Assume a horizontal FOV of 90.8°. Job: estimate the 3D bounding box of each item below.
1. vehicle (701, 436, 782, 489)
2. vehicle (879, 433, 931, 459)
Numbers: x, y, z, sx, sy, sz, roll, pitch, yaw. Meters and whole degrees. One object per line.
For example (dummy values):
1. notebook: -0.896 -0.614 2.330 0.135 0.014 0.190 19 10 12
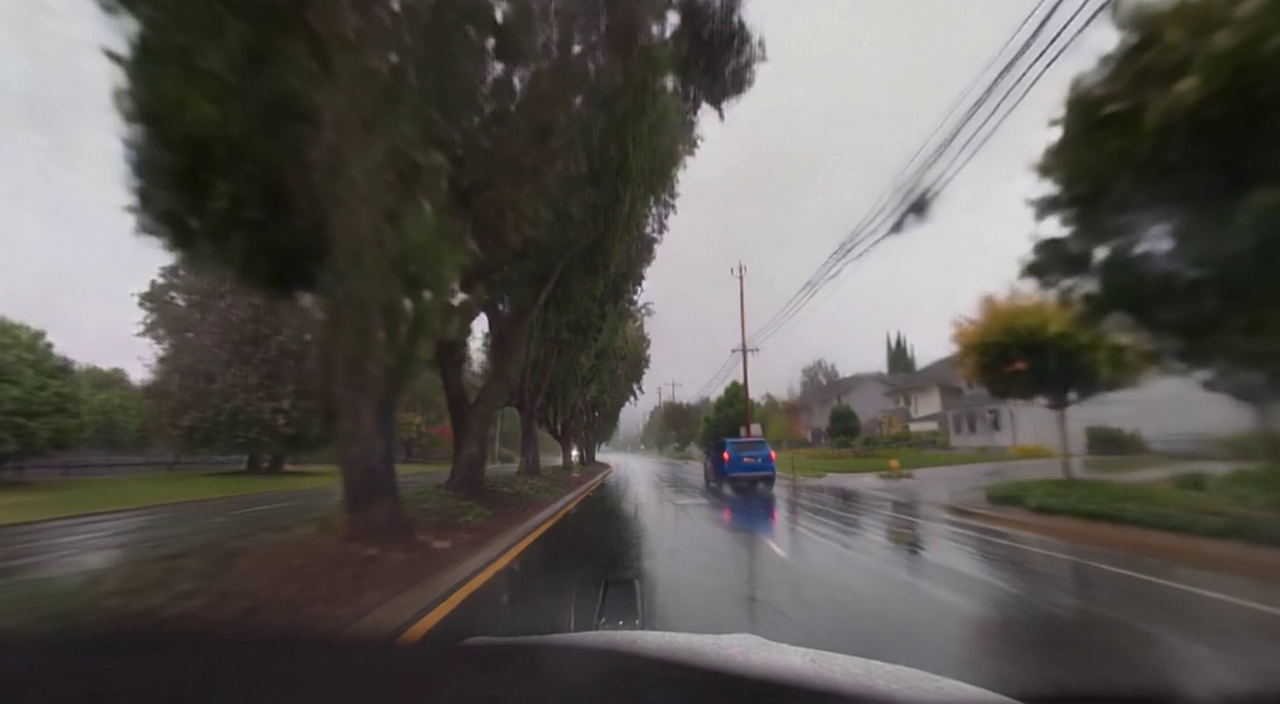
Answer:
1. vehicle: 3.705 4.159 24.095 2.193 1.777 4.772 0 -9 -1
2. vehicle: 16.184 5.779 38.774 1.674 1.455 3.769 0 -9 2
